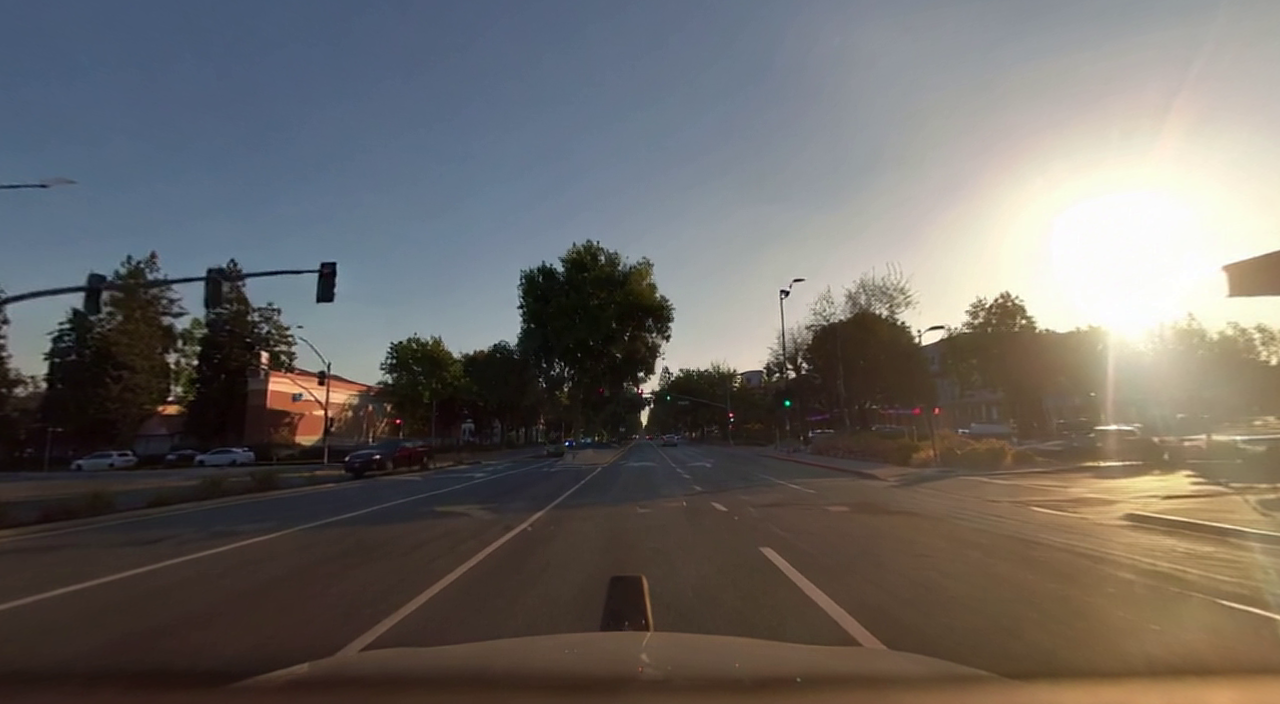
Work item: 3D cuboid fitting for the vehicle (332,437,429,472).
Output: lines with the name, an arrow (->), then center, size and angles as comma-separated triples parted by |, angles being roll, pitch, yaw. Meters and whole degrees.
vehicle -> -14.841, 5.864, 36.278 | 4.938, 1.863, 2.162 | 3, -9, -21

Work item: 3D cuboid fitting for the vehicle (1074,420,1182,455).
vehicle -> 22.309, 3.931, 28.795 | 4.694, 1.481, 1.884 | 4, -9, -25
